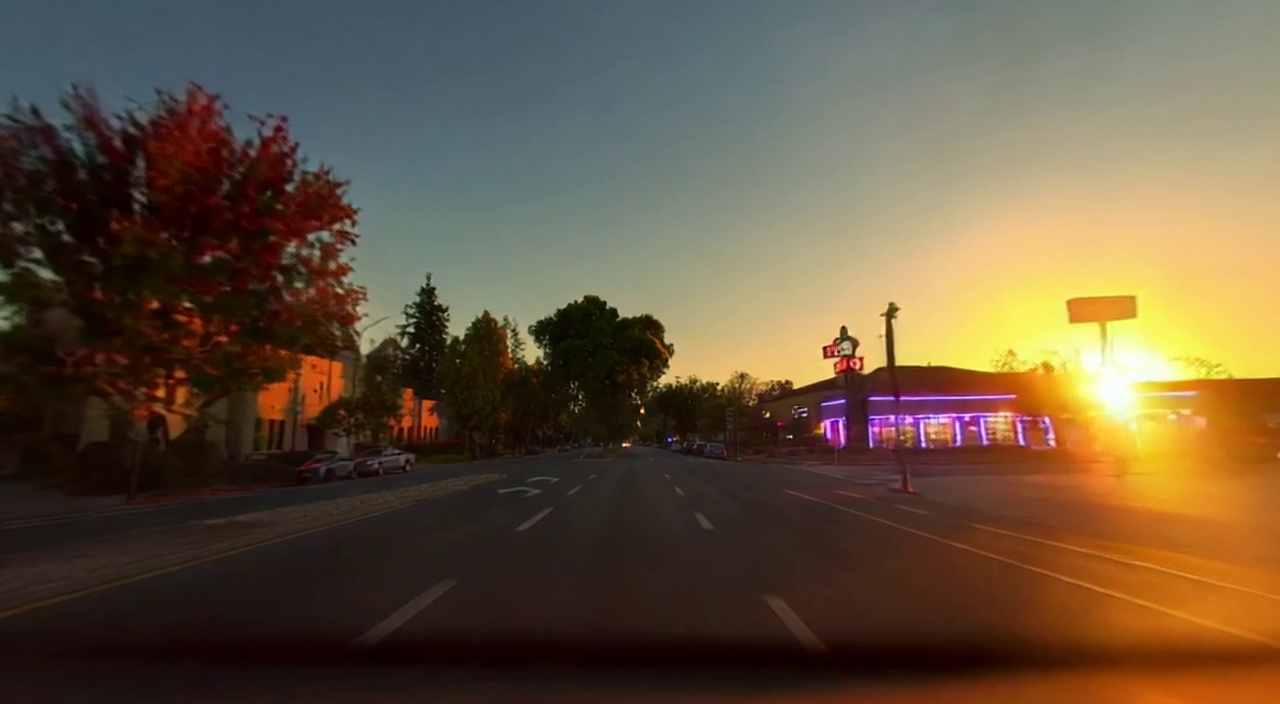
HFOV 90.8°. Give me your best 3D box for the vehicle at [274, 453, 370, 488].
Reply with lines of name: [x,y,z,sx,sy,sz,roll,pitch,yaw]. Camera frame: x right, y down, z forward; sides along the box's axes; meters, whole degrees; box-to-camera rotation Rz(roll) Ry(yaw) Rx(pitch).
vehicle: [-15.029,5.617,30.194,2.106,1.479,4.541,0,-9,1]

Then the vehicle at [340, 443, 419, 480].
vehicle: [-14.882,6.289,36.542,2.164,1.933,5.804,0,-9,-1]

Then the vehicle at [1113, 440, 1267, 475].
vehicle: [24.364,4.696,28.234,4.622,1.466,2.066,-3,-9,16]
